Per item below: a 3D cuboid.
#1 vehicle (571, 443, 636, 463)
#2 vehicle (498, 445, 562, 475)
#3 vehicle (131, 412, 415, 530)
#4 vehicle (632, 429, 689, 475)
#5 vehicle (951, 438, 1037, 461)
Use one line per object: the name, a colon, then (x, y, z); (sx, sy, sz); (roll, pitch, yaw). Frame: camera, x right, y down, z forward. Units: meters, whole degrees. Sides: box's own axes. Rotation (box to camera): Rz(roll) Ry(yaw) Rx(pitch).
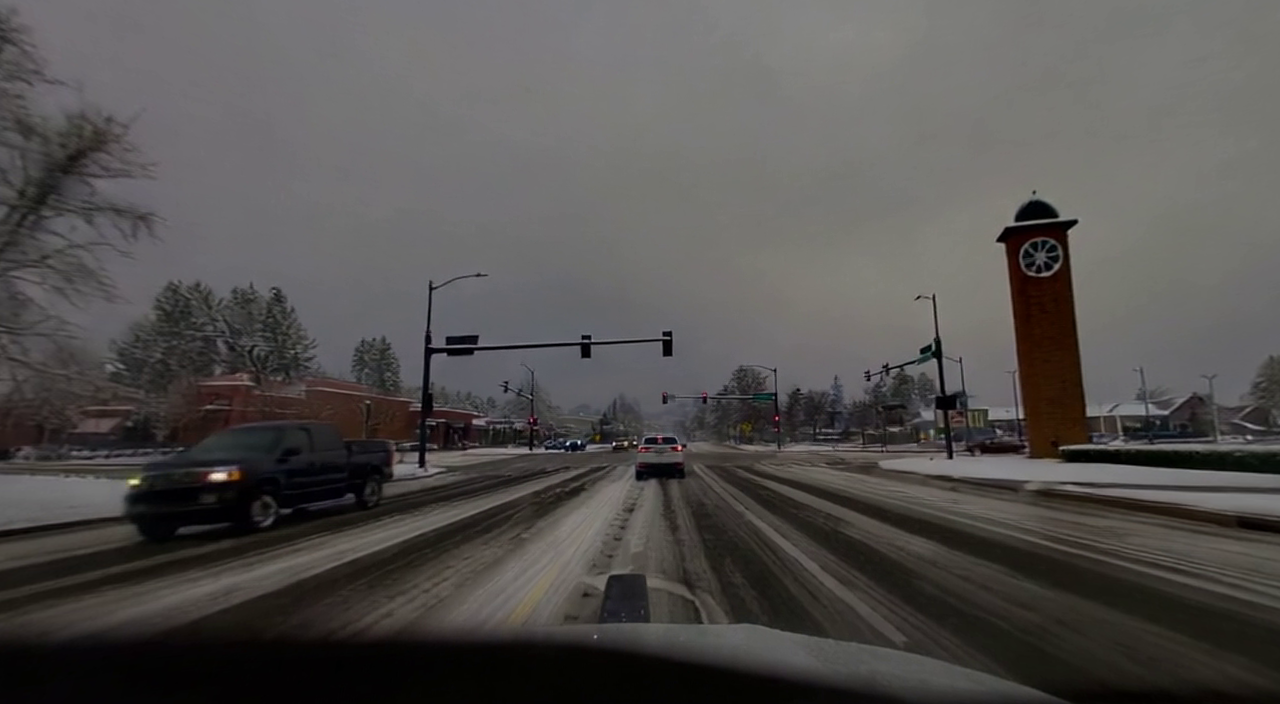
vehicle: (-2.738, 7.758, 48.113); (4.794, 1.490, 1.911); (0, -9, 3)
vehicle: (-5.979, 5.710, 33.657); (1.984, 1.469, 4.668); (5, -10, -28)
vehicle: (-7.202, 2.421, 13.461); (2.366, 1.941, 5.823); (0, -9, 2)
vehicle: (1.040, 4.959, 31.341); (2.590, 2.080, 5.284); (0, -9, 2)
vehicle: (26.551, 7.360, 47.252); (5.217, 1.672, 1.992); (0, -9, 2)
